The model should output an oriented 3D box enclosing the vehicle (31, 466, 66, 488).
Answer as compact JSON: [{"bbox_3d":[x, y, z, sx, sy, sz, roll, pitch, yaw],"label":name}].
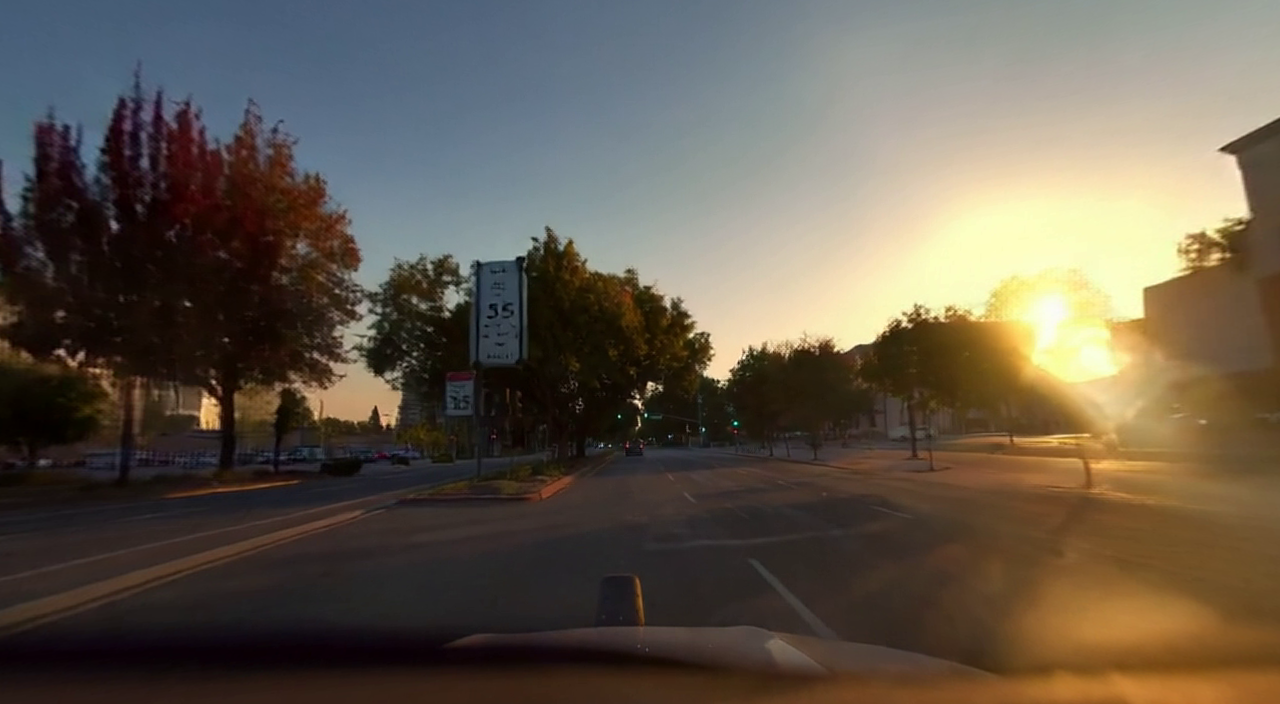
[{"bbox_3d":[-45.776,9.642,48.874,1.745,1.483,4.443,9,-12,-43],"label":"vehicle"}]
